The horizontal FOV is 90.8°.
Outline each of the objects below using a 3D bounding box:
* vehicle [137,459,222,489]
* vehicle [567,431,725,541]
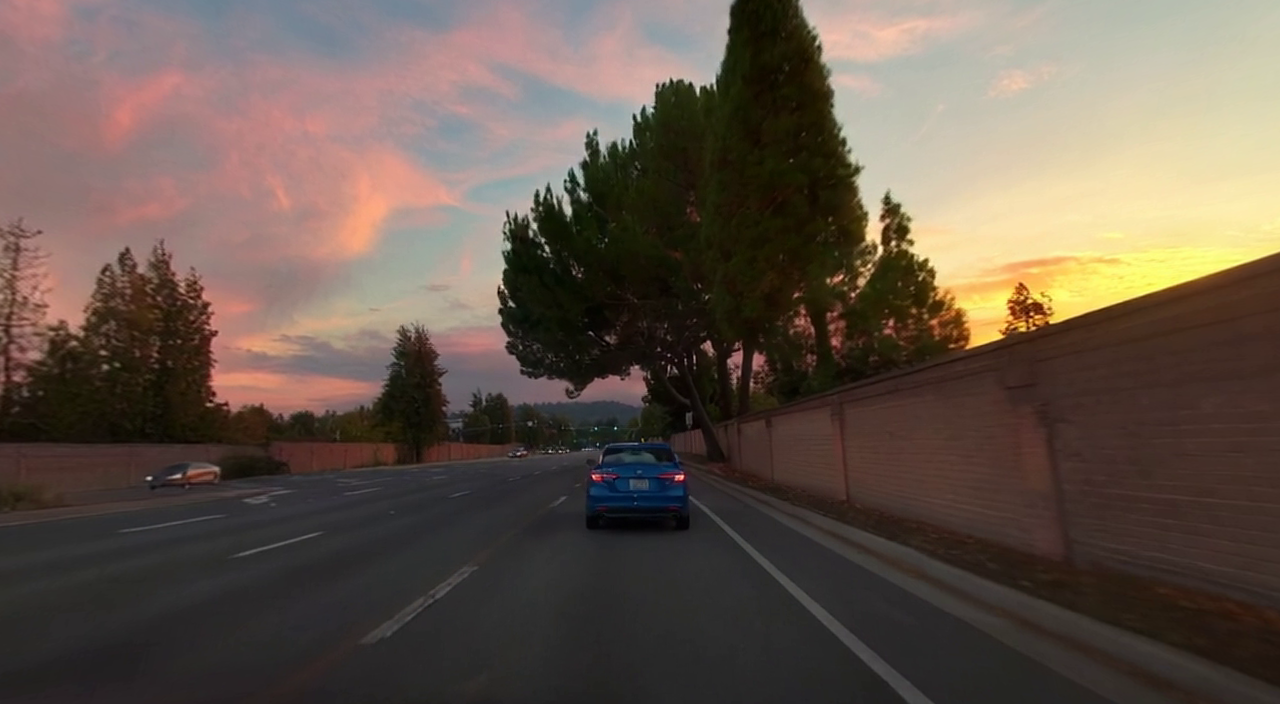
[{"bbox_3d":[-28.512,7.541,39.292,1.937,1.643,4.453,0,-8,0],"label":"vehicle"},{"bbox_3d":[0.077,2.192,11.008,2.205,1.509,4.272,0,-8,0],"label":"vehicle"}]
